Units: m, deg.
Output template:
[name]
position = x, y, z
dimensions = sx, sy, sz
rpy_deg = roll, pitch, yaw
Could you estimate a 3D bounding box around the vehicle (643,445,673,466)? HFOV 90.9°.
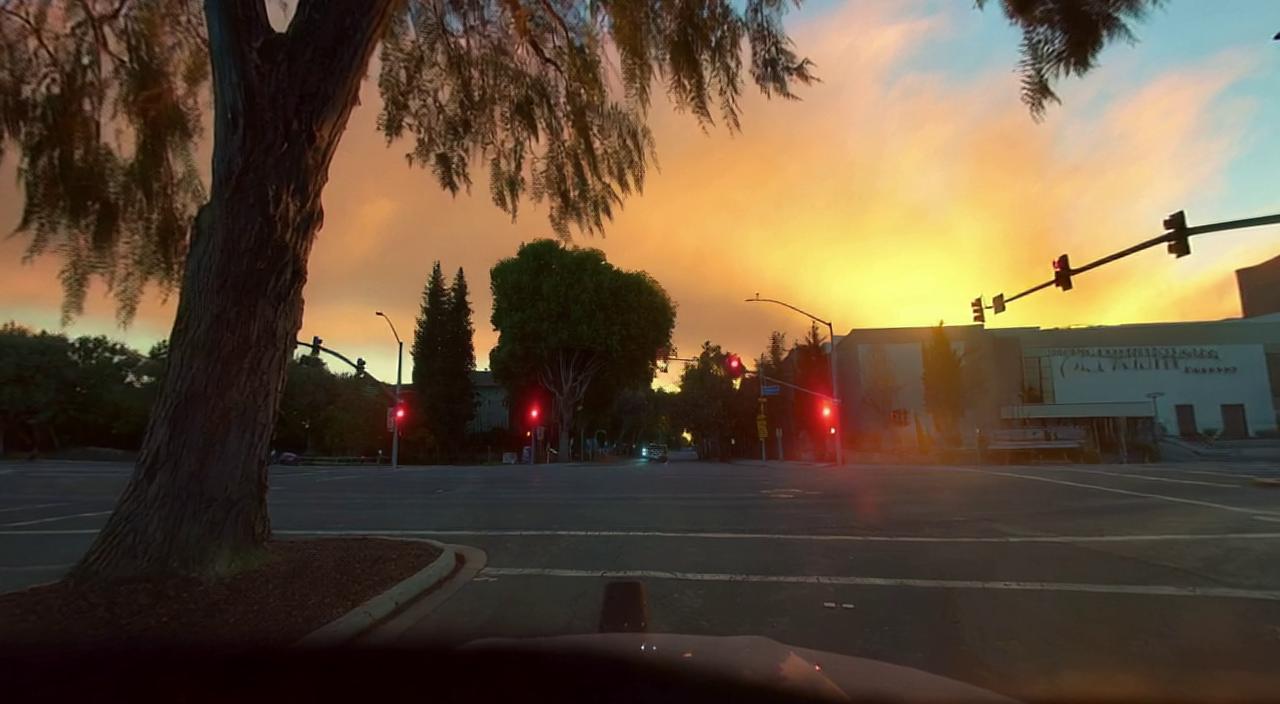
[vehicle]
position = 1.275, 7.630, 46.454
dimensions = 2.132, 1.449, 4.235
rpy_deg = 0, -9, 0
